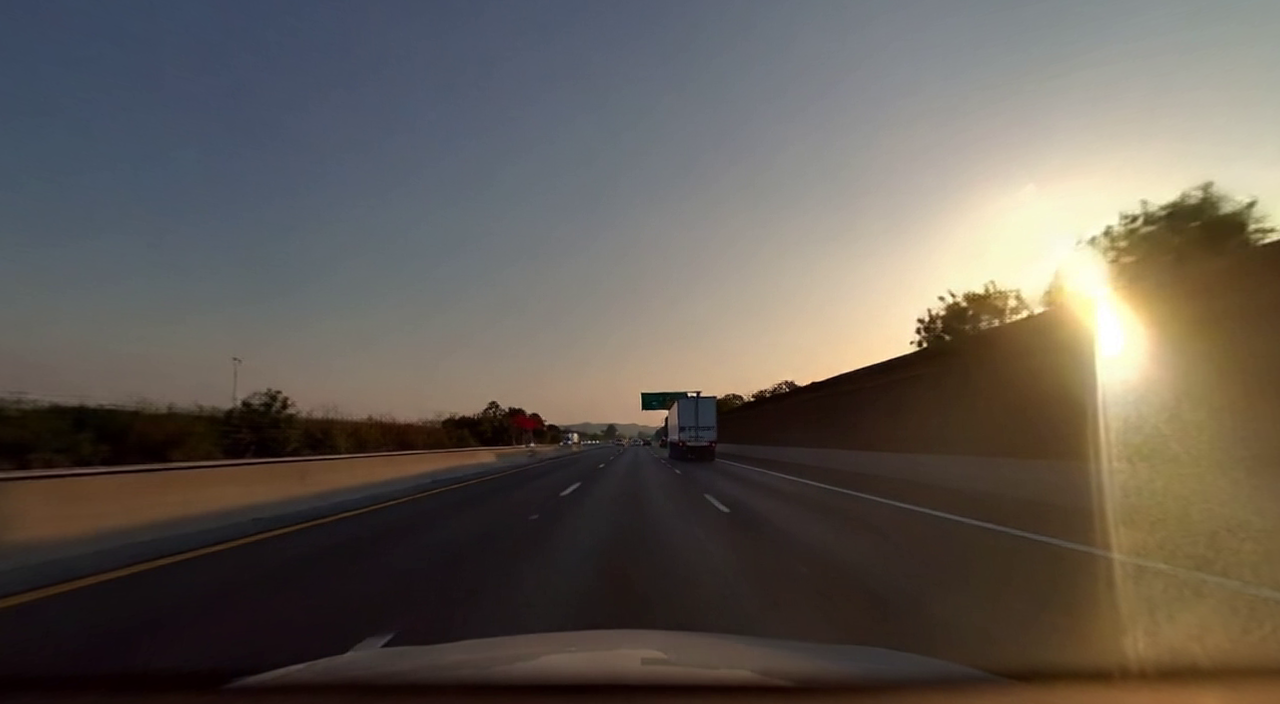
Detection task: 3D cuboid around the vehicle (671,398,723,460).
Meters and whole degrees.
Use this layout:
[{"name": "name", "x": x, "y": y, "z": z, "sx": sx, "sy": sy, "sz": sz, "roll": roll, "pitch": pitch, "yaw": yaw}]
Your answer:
[{"name": "vehicle", "x": 3.894, "y": 5.615, "z": 44.997, "sx": 2.840, "sy": 3.947, "sz": 8.920, "roll": 0, "pitch": -8, "yaw": 0}]
